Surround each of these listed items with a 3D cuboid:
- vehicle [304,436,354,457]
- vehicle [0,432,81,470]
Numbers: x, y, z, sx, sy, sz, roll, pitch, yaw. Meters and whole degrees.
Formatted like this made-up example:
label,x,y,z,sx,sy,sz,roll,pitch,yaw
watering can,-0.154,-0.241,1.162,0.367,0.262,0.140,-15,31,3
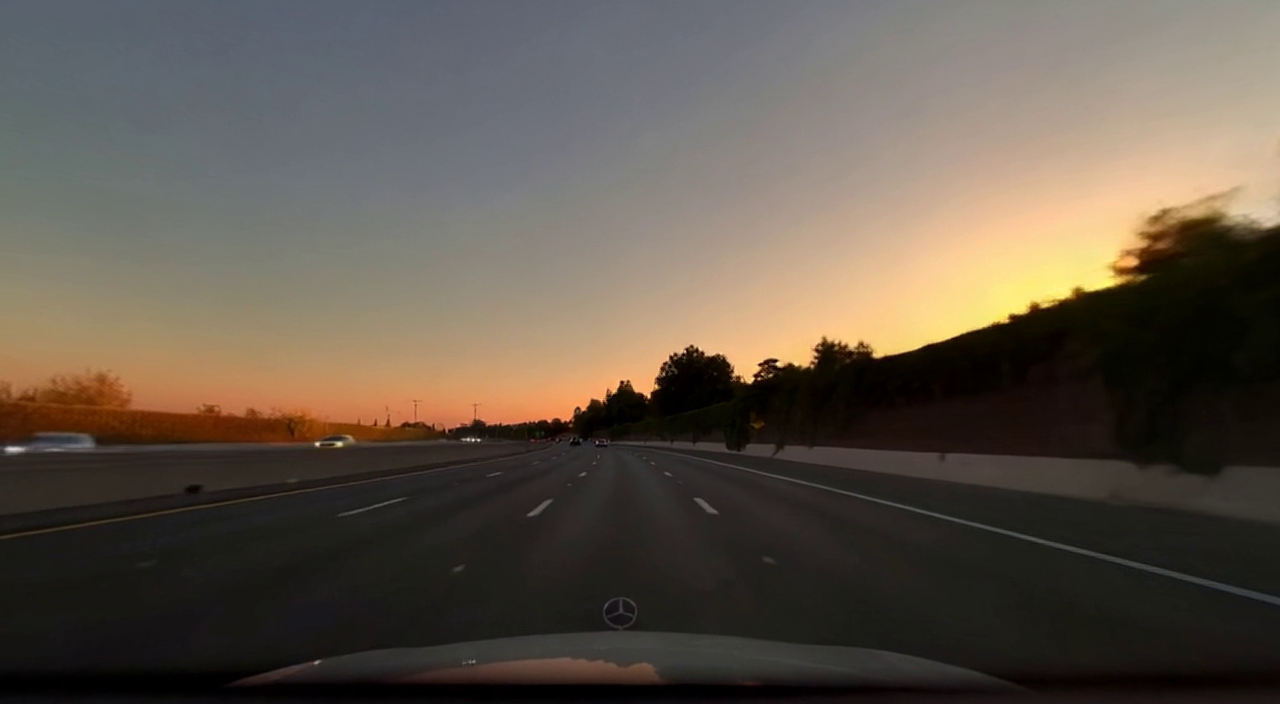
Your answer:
label,x,y,z,sx,sy,sz,roll,pitch,yaw
vehicle,-24.342,7.438,49.605,1.846,1.549,4.494,0,-8,-3
vehicle,-26.957,4.191,26.807,1.872,1.534,5.182,0,-8,-2
